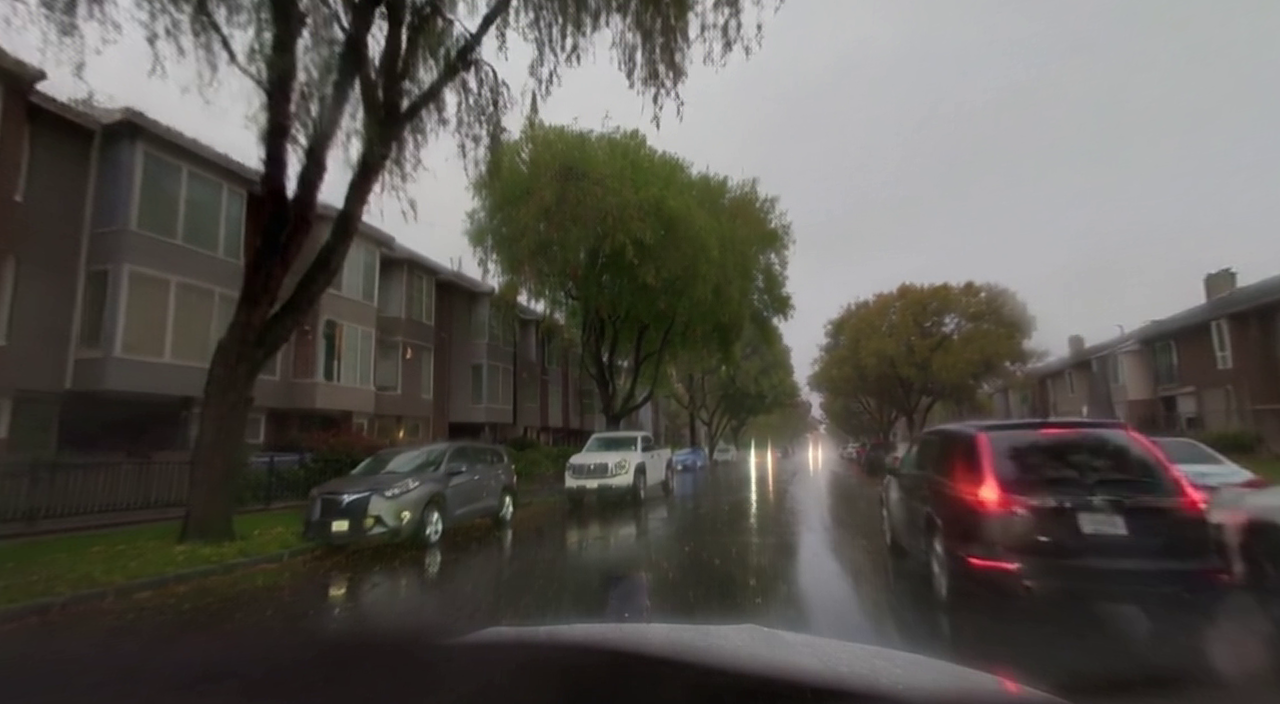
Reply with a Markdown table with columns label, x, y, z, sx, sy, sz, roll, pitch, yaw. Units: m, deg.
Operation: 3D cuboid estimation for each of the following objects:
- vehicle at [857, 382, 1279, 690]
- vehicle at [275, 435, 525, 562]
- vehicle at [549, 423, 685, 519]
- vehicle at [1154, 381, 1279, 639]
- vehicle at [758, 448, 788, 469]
| label | x | y | z | sx | sy | sz | roll | pitch | yaw |
| --- | --- | --- | --- | --- | --- | --- | --- | --- | --- |
| vehicle | 3.541 | 1.429 | 6.273 | 2.055 | 1.717 | 5.172 | -2 | -9 | 13 |
| vehicle | -3.933 | 2.456 | 11.428 | 2.002 | 1.774 | 4.568 | -2 | -9 | 12 |
| vehicle | -0.371 | 2.979 | 16.350 | 2.197 | 2.047 | 4.985 | -3 | -9 | 14 |
| vehicle | 5.255 | 0.896 | 2.966 | 2.082 | 1.799 | 5.207 | -2 | -9 | 11 |
| vehicle | 10.068 | 8.018 | 47.568 | 1.971 | 1.476 | 4.593 | -3 | -9 | 14 |
